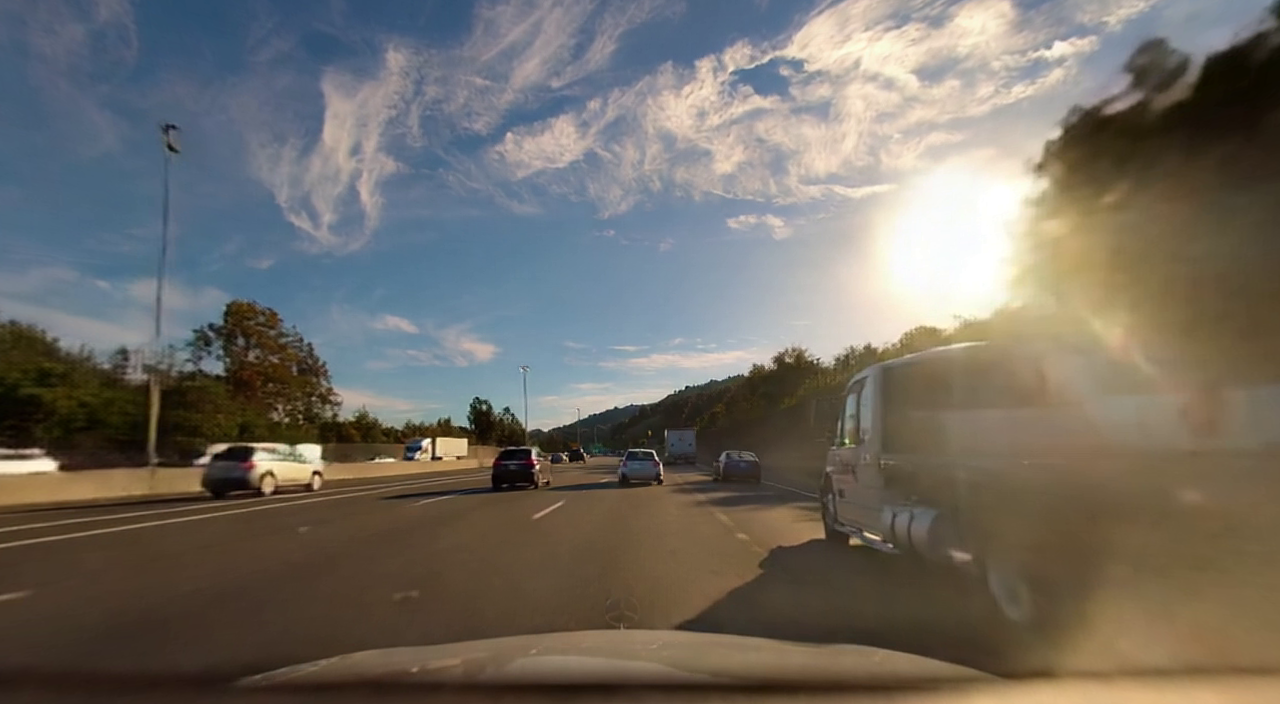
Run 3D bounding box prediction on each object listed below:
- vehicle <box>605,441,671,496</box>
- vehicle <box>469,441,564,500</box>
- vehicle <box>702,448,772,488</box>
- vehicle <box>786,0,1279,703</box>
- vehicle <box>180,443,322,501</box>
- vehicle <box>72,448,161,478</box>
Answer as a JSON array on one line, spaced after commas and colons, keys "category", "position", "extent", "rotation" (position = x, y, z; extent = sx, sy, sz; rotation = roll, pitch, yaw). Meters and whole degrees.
[{"category": "vehicle", "position": [-0.036, 4.020, 22.246], "extent": [2.103, 1.717, 4.399], "rotation": [0, -9, 1]}, {"category": "vehicle", "position": [-3.853, 3.777, 20.602], "extent": [1.988, 1.696, 4.754], "rotation": [-1, -9, 2]}, {"category": "vehicle", "position": [4.013, 4.872, 26.929], "extent": [2.146, 1.482, 4.665], "rotation": [0, -9, -1]}, {"category": "vehicle", "position": [3.717, 0.379, 5.005], "extent": [2.836, 3.508, 8.723], "rotation": [0, -9, -1]}, {"category": "vehicle", "position": [-13.224, 4.068, 21.886], "extent": [1.946, 1.773, 4.446], "rotation": [-1, -9, 2]}, {"category": "vehicle", "position": [-30.514, 6.448, 36.987], "extent": [1.846, 1.600, 3.759], "rotation": [0, -9, 2]}]
